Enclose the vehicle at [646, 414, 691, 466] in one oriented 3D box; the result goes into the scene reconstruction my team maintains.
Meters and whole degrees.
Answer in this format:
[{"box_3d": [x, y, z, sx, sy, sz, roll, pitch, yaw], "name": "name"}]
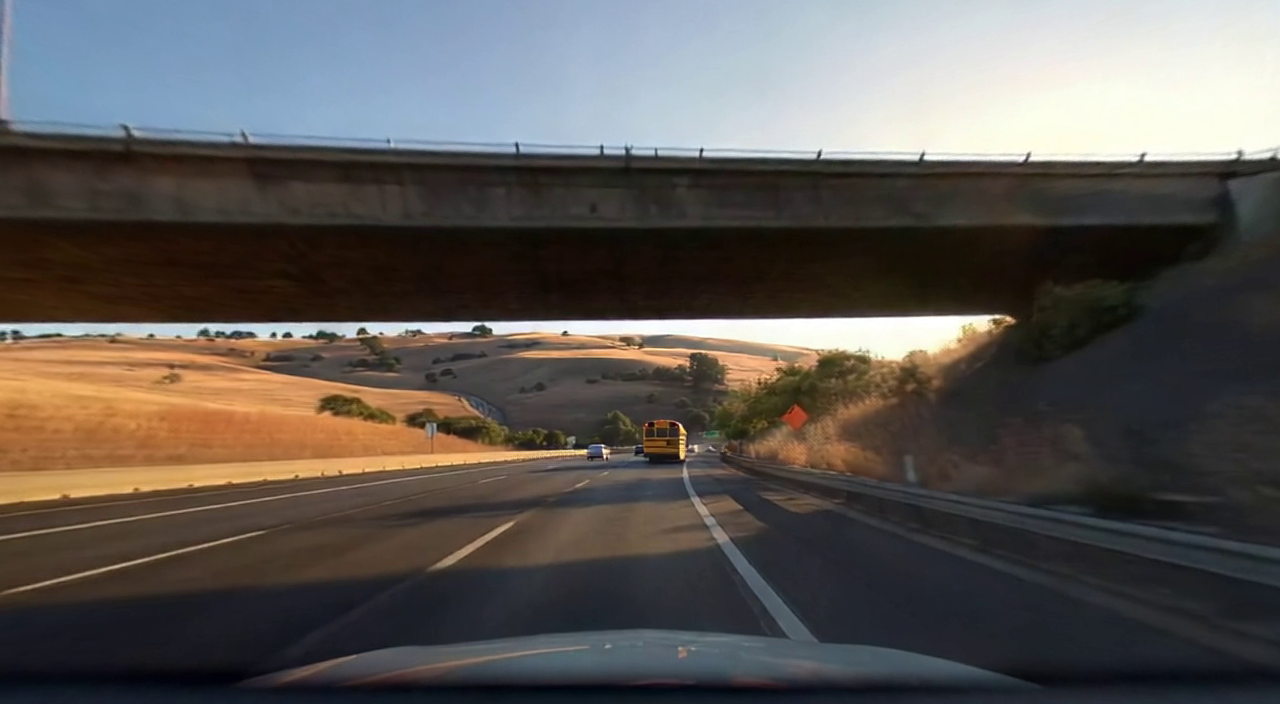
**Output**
[{"box_3d": [2.142, 6.465, 46.118, 2.945, 3.295, 10.406, 0, -8, 3], "name": "vehicle"}]
